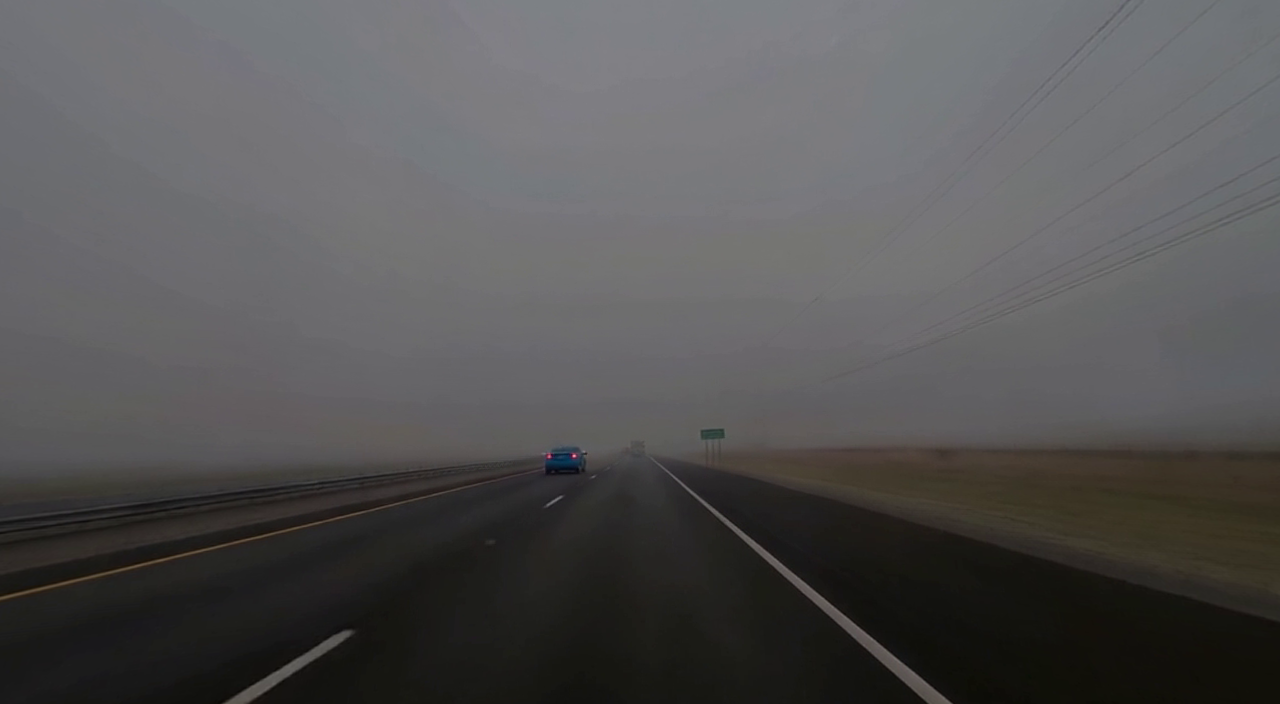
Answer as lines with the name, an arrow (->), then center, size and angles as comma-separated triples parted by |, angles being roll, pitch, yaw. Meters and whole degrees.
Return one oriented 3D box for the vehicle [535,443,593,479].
vehicle -> -3.512, 5.146, 29.897 | 2.106, 1.543, 4.465 | 0, -9, 1
